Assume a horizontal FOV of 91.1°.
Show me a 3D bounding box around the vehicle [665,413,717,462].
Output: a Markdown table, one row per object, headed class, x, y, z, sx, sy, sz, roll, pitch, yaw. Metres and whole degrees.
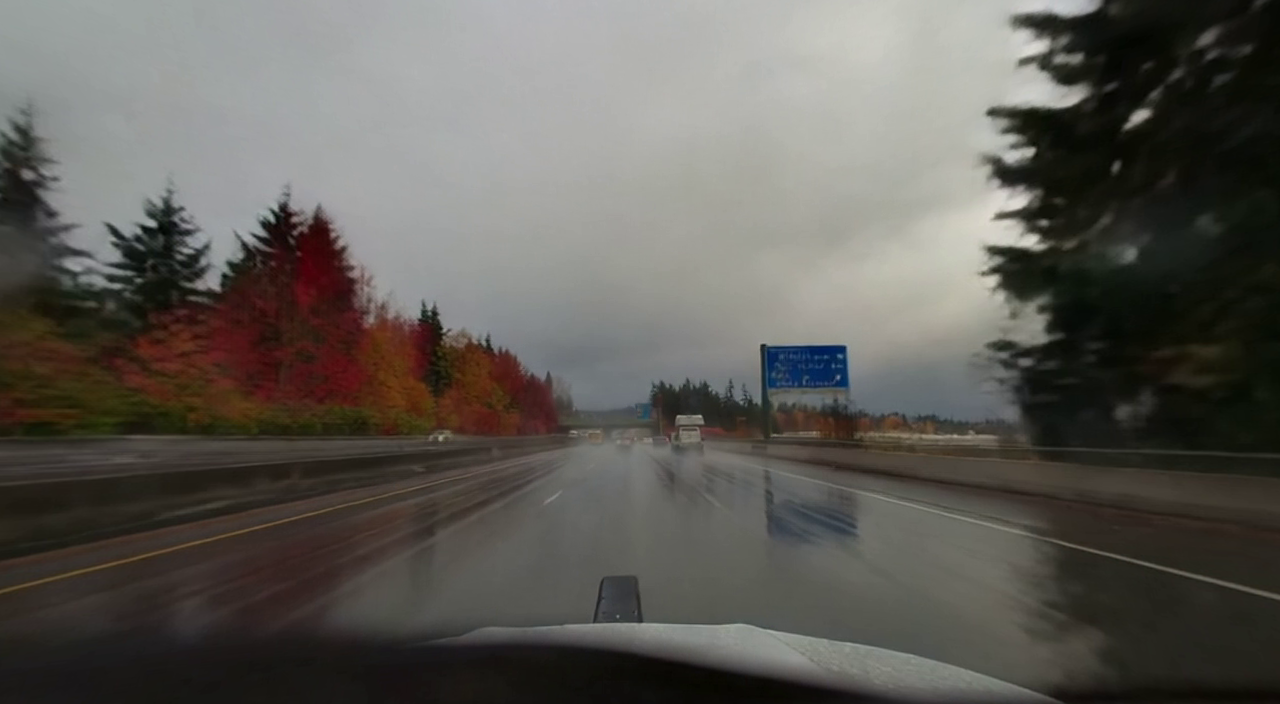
| class | x | y | z | sx | sy | sz | roll | pitch | yaw |
| --- | --- | --- | --- | --- | --- | --- | --- | --- | --- |
| vehicle | 2.878 | 5.023 | 36.946 | 2.411 | 2.614 | 5.781 | 0 | -8 | -1 |
